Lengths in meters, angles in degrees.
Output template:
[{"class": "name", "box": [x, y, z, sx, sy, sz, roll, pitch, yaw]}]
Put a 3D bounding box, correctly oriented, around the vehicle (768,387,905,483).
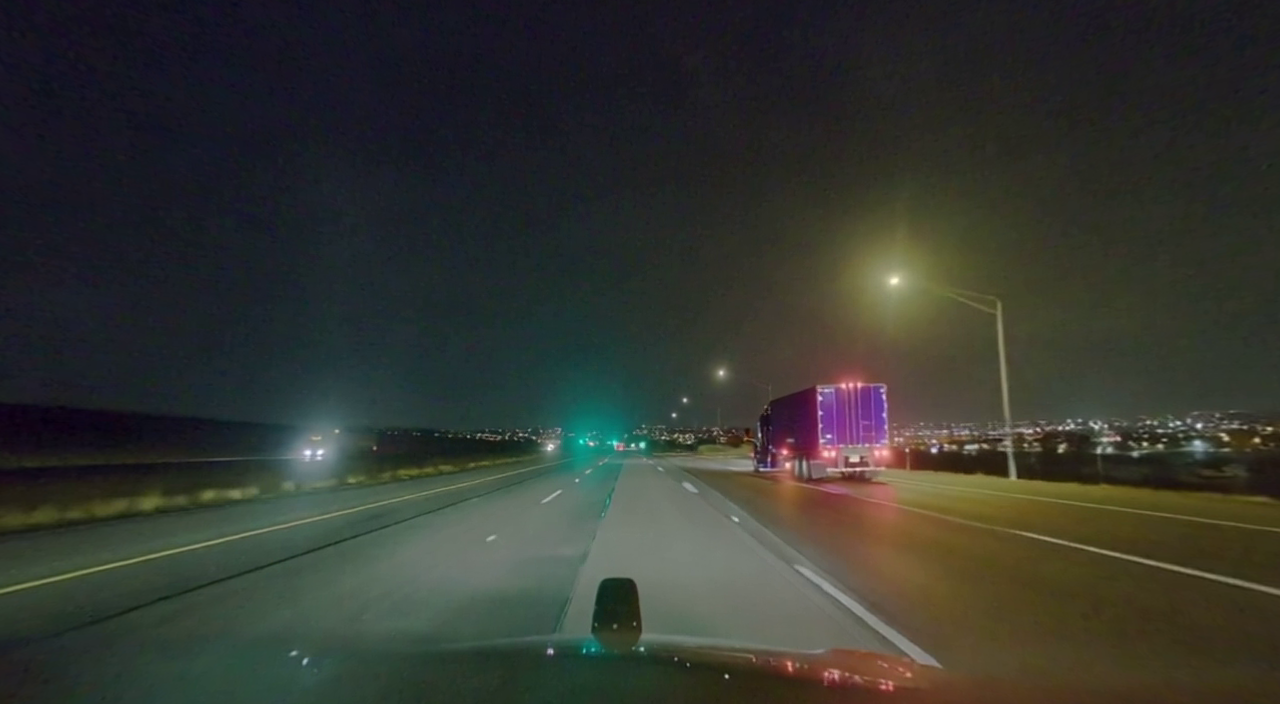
[{"class": "vehicle", "box": [6.939, 3.196, 23.678, 2.627, 3.011, 7.287, 0, -9, -1]}]
